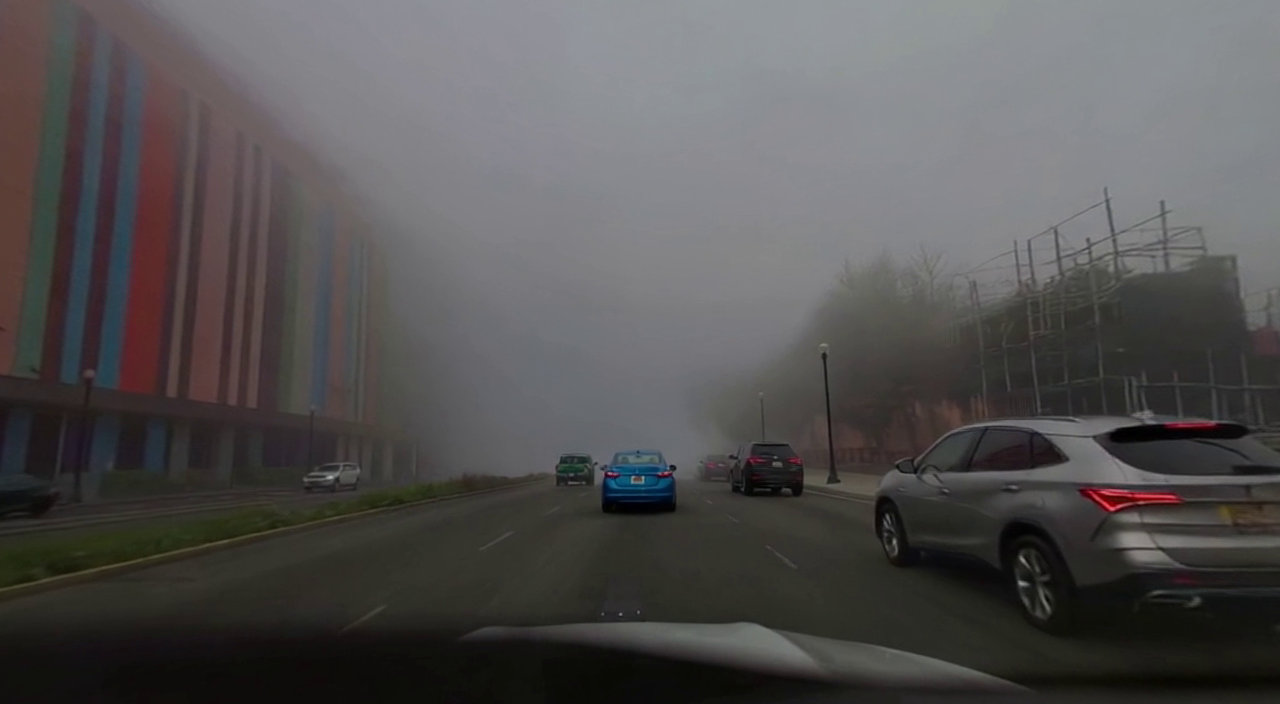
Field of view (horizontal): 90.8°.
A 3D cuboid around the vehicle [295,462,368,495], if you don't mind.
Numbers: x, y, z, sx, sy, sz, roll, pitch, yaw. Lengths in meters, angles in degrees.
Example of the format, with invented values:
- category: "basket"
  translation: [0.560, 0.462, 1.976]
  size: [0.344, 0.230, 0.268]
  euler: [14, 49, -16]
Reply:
- category: "vehicle"
  translation: [-18.537, 7.595, 38.237]
  size: [2.021, 1.740, 4.444]
  euler: [0, -8, 2]

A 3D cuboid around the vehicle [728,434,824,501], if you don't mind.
- category: "vehicle"
  translation: [4.244, 3.682, 20.580]
  size: [2.124, 1.896, 4.914]
  euler: [0, -8, 1]

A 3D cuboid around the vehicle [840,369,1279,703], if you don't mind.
- category: "vehicle"
  translation: [3.771, 1.349, 5.899]
  size: [2.185, 1.797, 4.934]
  euler: [0, -8, 0]

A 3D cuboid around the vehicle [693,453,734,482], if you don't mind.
- category: "vehicle"
  translation: [4.467, 7.072, 39.006]
  size: [2.115, 1.636, 4.104]
  euler: [0, -8, 2]

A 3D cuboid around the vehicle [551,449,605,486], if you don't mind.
- category: "vehicle"
  translation: [-3.102, 5.899, 32.554]
  size: [2.201, 1.691, 4.305]
  euler: [0, -8, 2]

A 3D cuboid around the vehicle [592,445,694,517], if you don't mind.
- category: "vehicle"
  translation: [0.116, 3.021, 15.404]
  size: [2.131, 1.496, 4.193]
  euler: [0, -8, 2]
